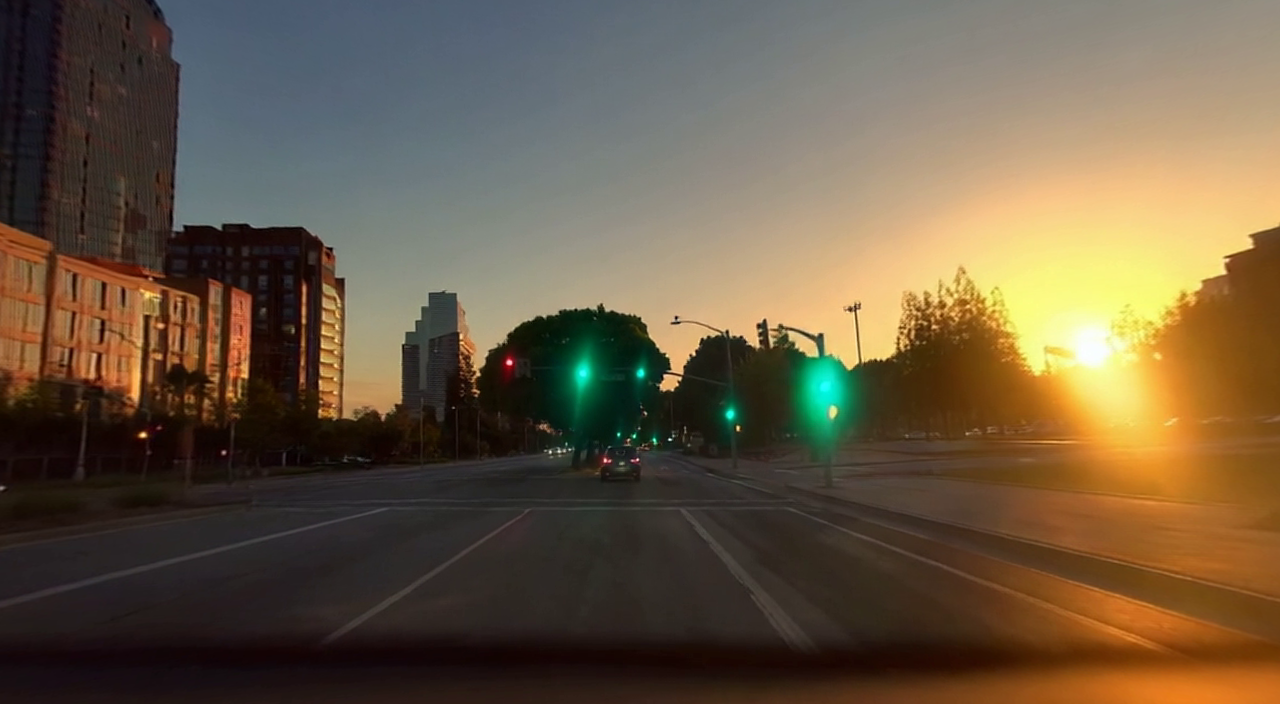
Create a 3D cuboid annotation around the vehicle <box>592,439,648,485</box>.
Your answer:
[{"bbox_3d":[-0.813,4.440,25.869,2.130,1.711,4.038,0,-9,-2],"label":"vehicle"}]
